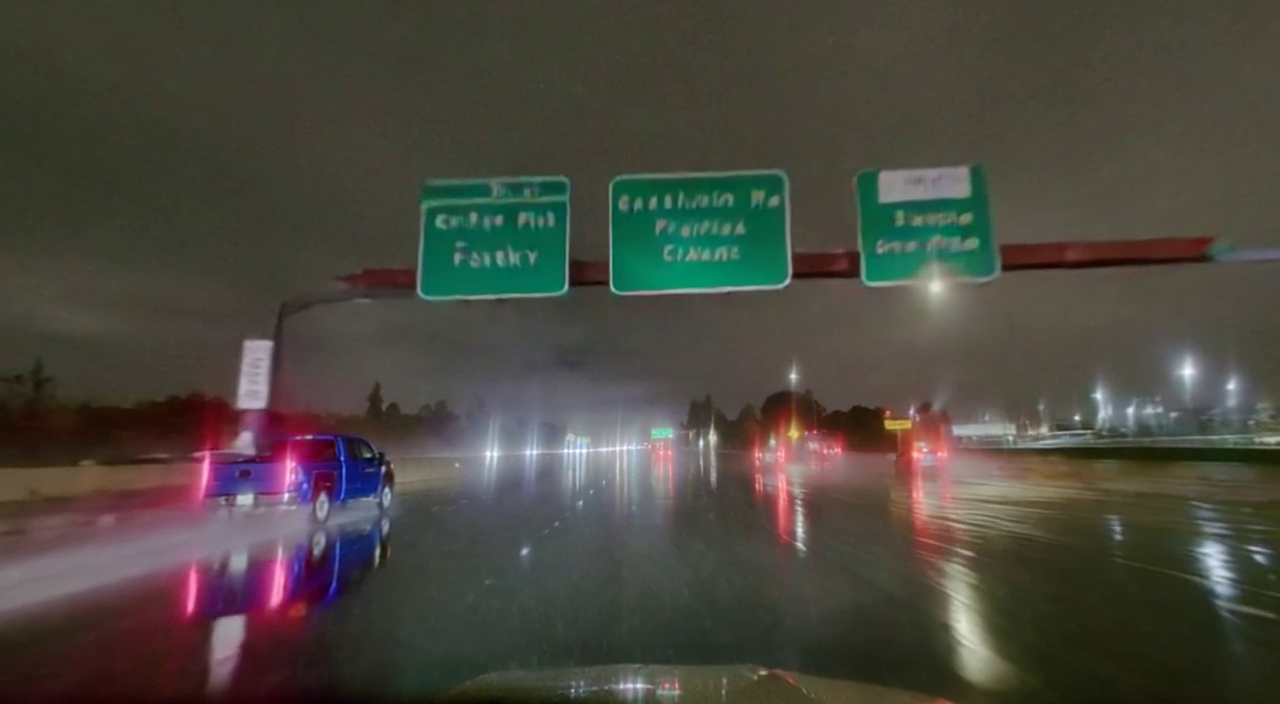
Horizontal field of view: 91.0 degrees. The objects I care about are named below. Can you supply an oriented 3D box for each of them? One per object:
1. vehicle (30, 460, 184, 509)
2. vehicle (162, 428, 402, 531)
[{"bbox_3d":[-18.655,4.623,22.325,1.861,1.496,4.052,0,-9,0],"label":"vehicle"},{"bbox_3d":[-6.978,2.531,13.083,2.168,1.729,4.724,0,-9,0],"label":"vehicle"}]
